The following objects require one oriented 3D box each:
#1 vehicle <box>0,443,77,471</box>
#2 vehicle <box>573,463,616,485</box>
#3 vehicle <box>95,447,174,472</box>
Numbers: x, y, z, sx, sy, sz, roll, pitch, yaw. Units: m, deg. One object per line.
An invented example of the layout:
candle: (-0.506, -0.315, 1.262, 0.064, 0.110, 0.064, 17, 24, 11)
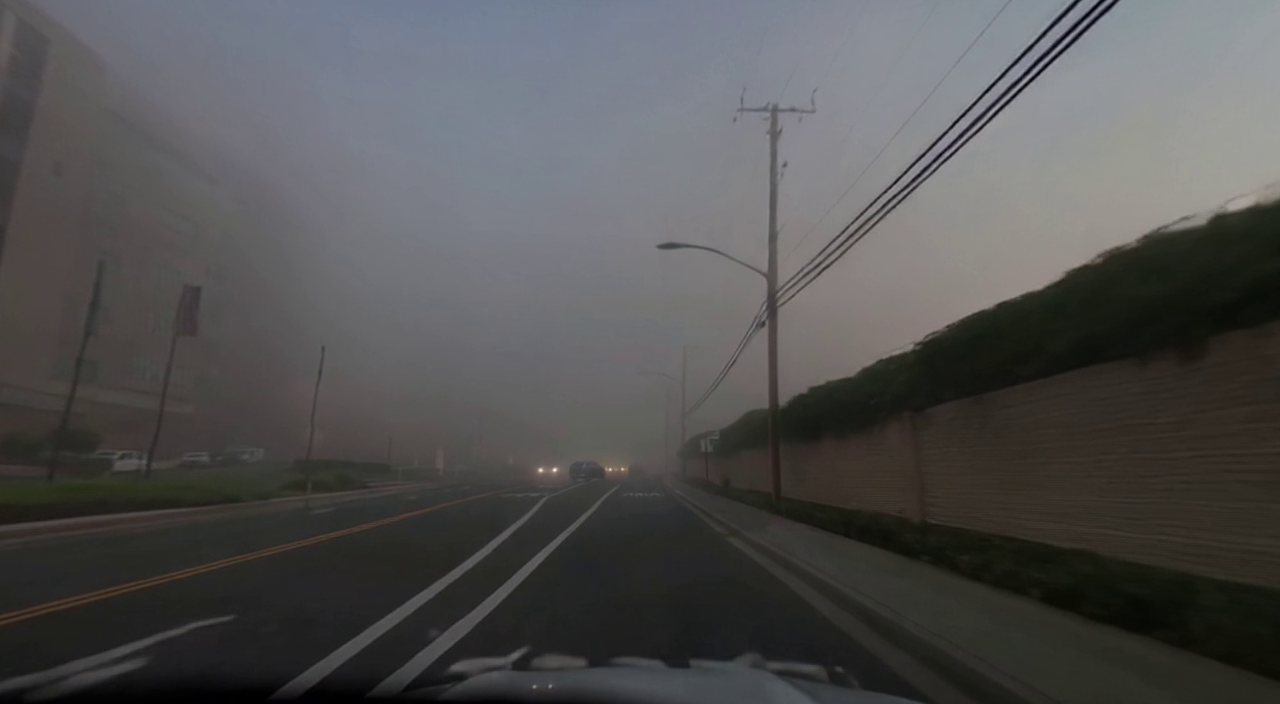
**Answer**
vehicle: (-32.815, 5.687, 33.854, 3.977, 1.439, 1.775, -3, -11, 20)
vehicle: (-3.483, 9.523, 49.097, 2.067, 1.629, 3.858, -3, -11, 18)
vehicle: (-31.007, 6.581, 38.521, 3.795, 1.474, 1.828, -3, -11, 18)
